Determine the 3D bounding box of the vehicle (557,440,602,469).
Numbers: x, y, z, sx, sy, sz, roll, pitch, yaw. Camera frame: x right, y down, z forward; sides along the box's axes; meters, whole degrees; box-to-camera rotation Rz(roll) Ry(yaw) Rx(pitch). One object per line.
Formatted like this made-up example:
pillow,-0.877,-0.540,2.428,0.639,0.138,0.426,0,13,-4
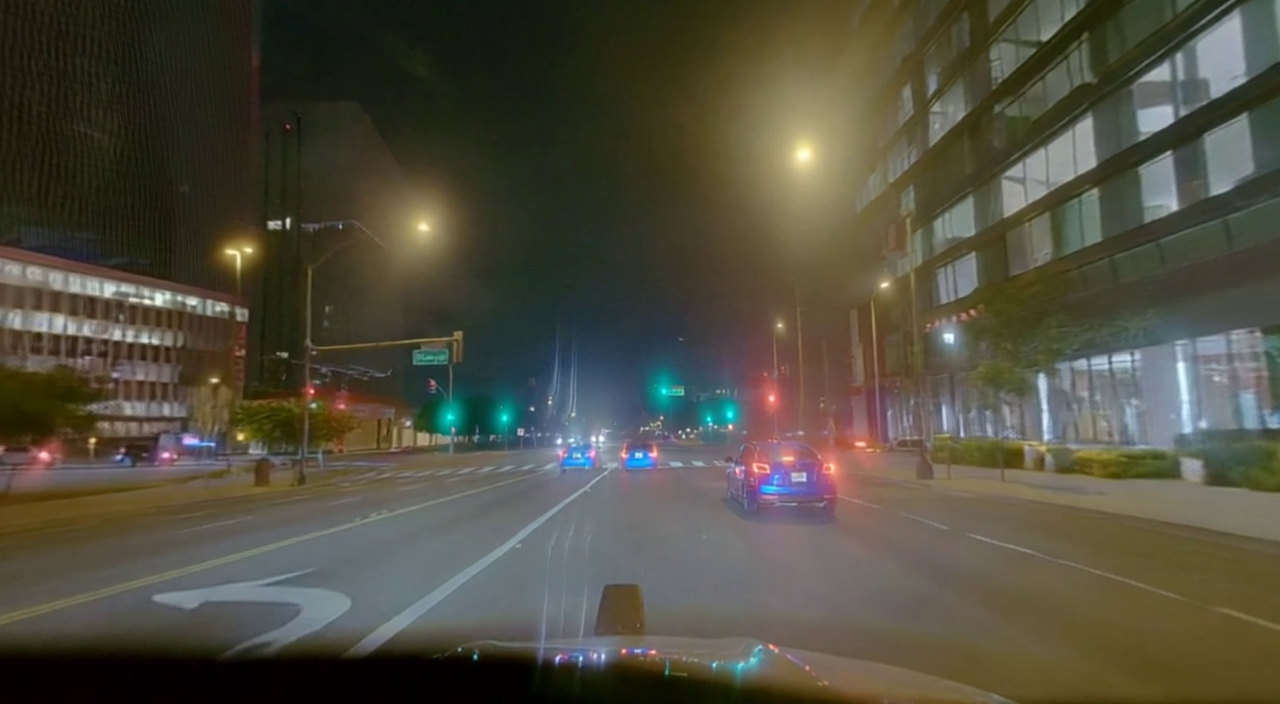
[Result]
vehicle,-3.247,5.611,34.865,1.995,1.479,4.627,0,-8,0

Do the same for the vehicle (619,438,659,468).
vehicle,-0.032,5.380,33.779,2.016,1.478,3.795,0,-8,0
